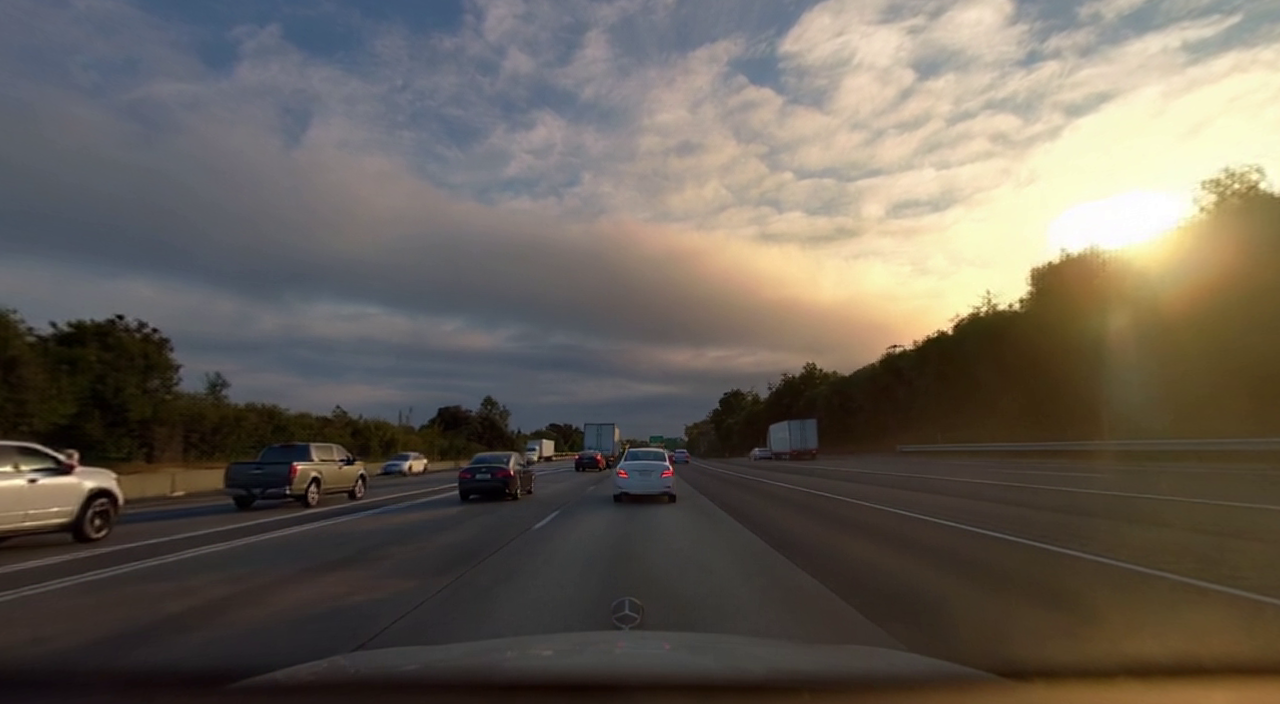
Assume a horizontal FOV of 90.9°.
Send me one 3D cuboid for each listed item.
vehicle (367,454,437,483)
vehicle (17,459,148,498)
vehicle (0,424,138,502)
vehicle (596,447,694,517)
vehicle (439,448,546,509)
[{"bbox_3d":[-13.293,6.535,35.565,1.940,1.482,4.610,-1,-9,3],"label":"vehicle"},{"bbox_3d":[-27.794,6.283,31.707,1.962,1.694,4.917,0,-9,2],"label":"vehicle"},{"bbox_3d":[-32.169,5.436,30.898,2.803,3.665,14.746,0,-9,1],"label":"vehicle"},{"bbox_3d":[0.122,3.069,15.349,2.057,1.449,3.931,0,-9,1],"label":"vehicle"},{"bbox_3d":[-4.034,3.532,18.043,1.929,1.509,4.331,0,-9,1],"label":"vehicle"}]
